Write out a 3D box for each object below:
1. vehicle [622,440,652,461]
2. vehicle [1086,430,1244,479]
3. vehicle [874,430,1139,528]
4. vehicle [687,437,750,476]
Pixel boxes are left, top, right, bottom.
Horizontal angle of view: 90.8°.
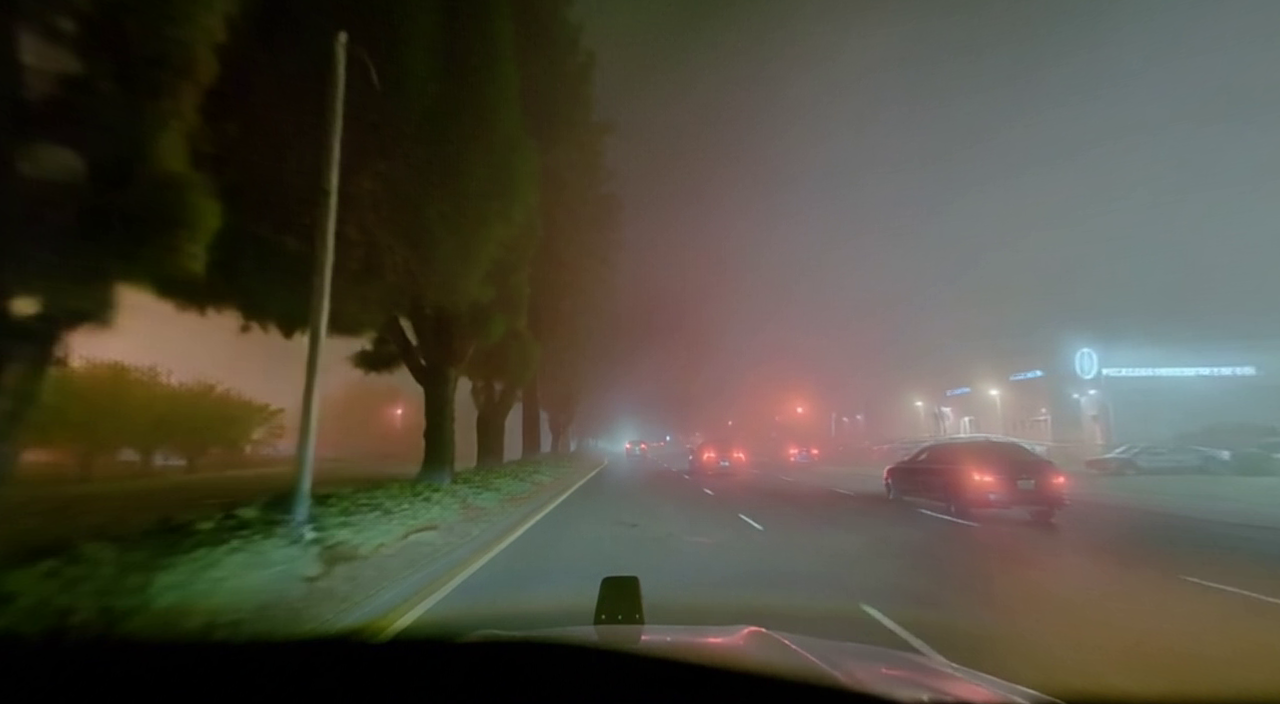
[{"bbox_3d":[-0.277,7.170,46.070,2.095,1.456,3.873,0,-8,-1],"label":"vehicle"},{"bbox_3d":[19.514,3.815,23.809,2.058,1.646,4.361,0,-8,-3],"label":"vehicle"},{"bbox_3d":[6.683,2.346,12.343,2.098,1.507,4.655,0,-8,-5],"label":"vehicle"},{"bbox_3d":[3.296,4.472,27.369,1.953,1.514,4.672,0,-8,-2],"label":"vehicle"}]
